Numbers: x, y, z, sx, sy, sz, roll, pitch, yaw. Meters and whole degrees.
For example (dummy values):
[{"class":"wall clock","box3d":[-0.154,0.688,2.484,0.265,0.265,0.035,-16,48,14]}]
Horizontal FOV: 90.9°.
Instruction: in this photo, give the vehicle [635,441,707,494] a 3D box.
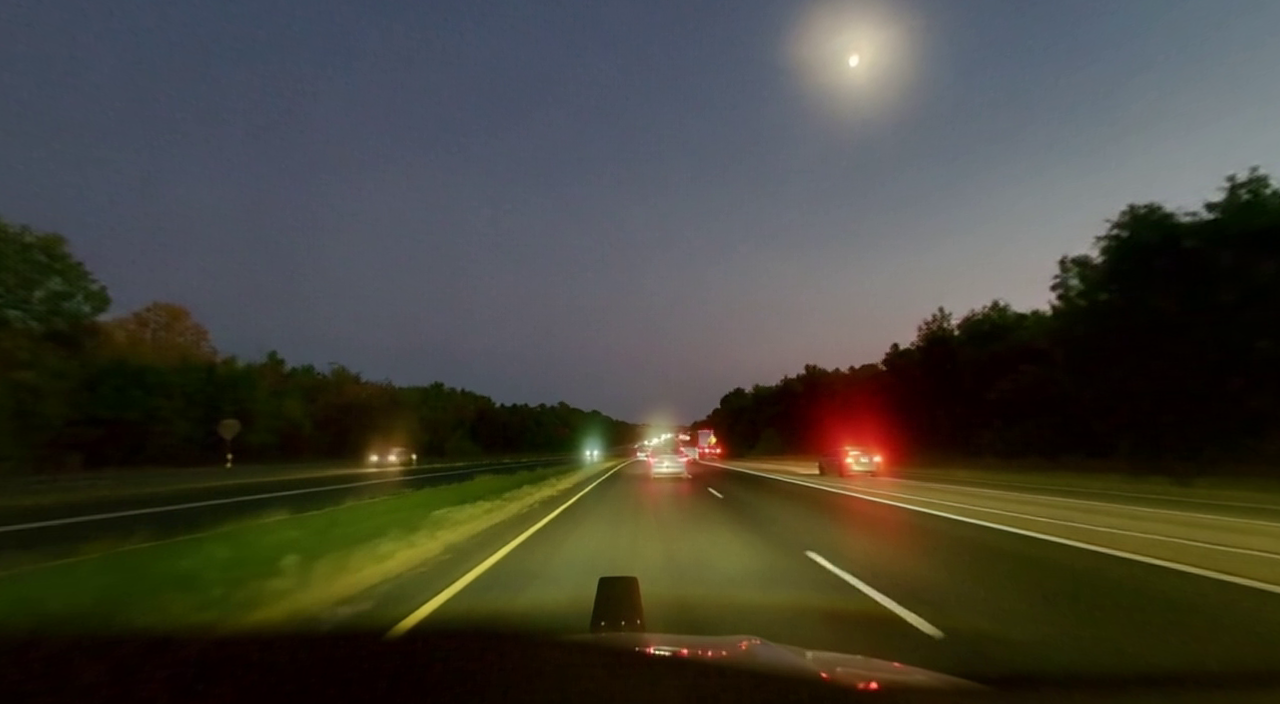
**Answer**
[{"class":"vehicle","box3d":[0.863,3.618,20.011,2.053,1.483,4.185,0,-9,0]}]

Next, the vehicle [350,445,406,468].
[{"class":"vehicle","box3d":[-20.044,7.974,48.396,1.999,1.660,4.686,-1,-9,4]}]

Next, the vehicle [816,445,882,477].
[{"class":"vehicle","box3d":[10.489,5.485,31.848,1.926,1.483,3.528,0,-9,-4]}]
